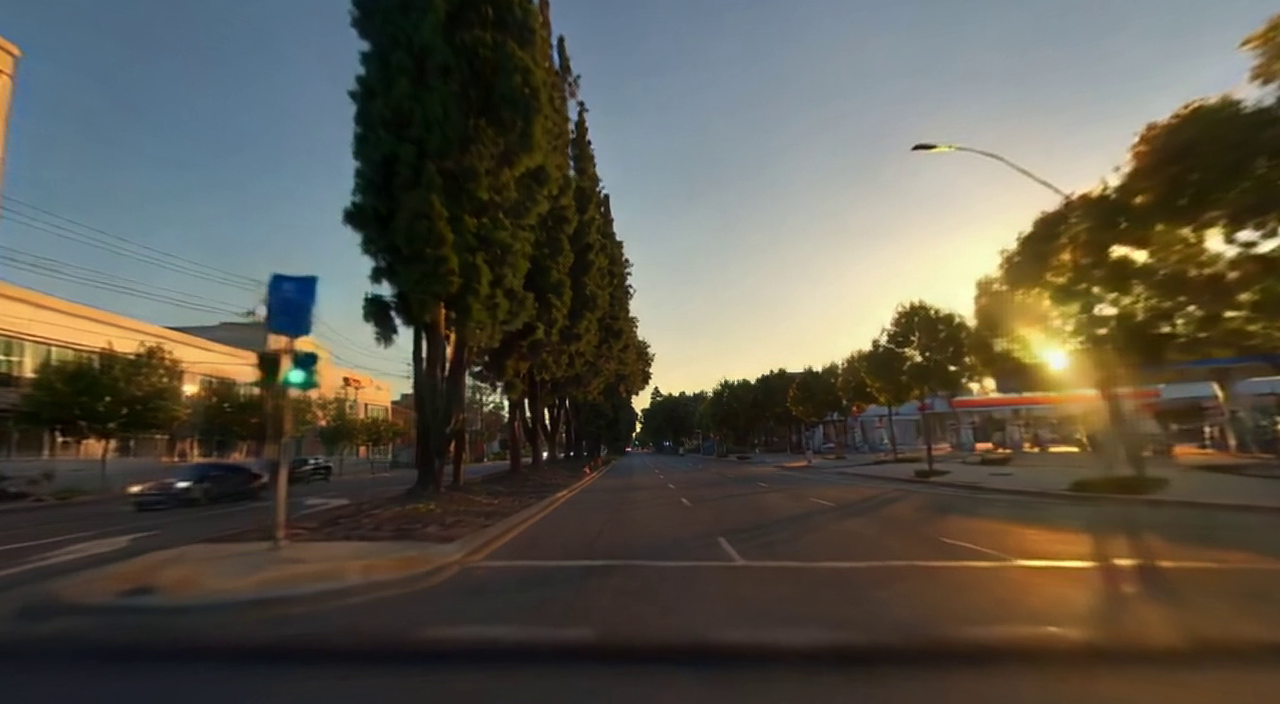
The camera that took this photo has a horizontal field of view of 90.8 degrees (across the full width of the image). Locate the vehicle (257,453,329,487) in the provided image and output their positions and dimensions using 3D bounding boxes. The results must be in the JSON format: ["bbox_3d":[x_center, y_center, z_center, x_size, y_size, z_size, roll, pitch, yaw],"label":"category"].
[{"bbox_3d":[-22.330,7.602,40.917,2.076,1.927,4.749,-2,-9,-2],"label":"vehicle"}]

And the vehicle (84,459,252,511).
[{"bbox_3d":[-15.886,4.465,21.709,1.971,1.492,4.878,0,-9,0],"label":"vehicle"}]
